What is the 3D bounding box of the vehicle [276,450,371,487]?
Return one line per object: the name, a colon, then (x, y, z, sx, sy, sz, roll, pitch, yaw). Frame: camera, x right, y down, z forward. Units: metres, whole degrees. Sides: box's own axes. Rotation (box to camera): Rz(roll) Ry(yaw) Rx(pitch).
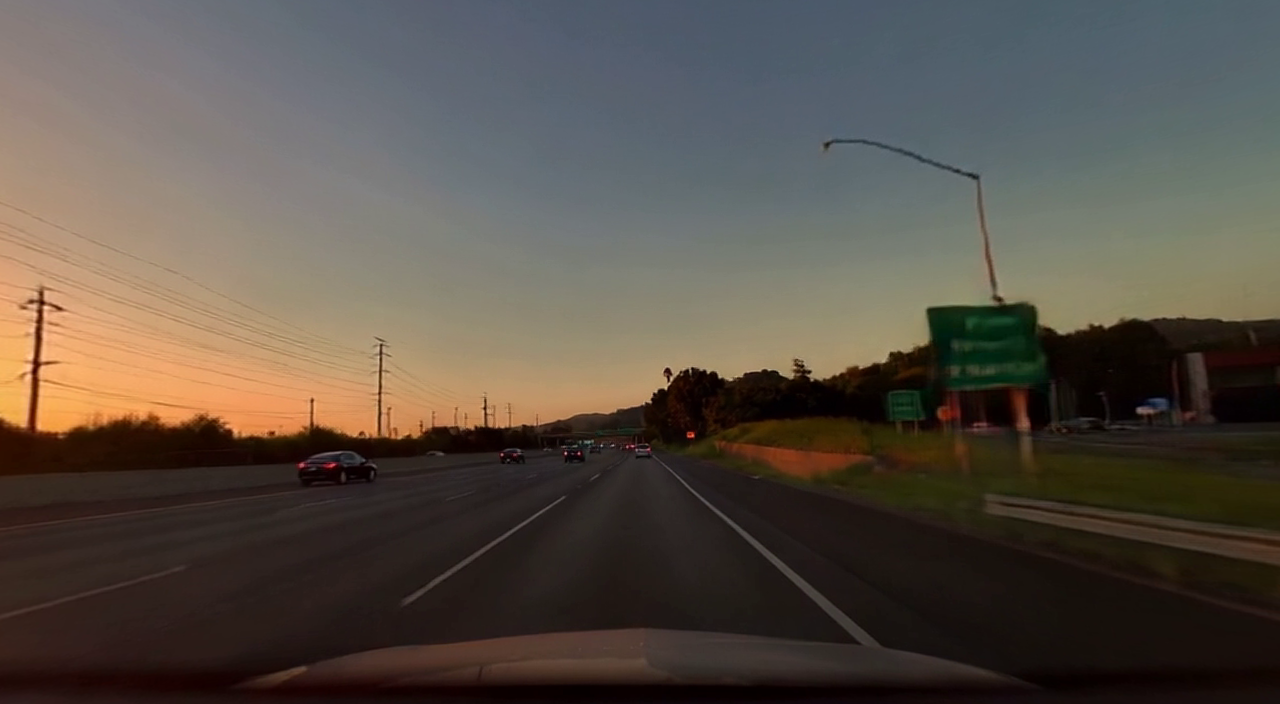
vehicle: (-14.171, 5.231, 28.569, 1.988, 1.477, 4.442, -1, -8, 1)
